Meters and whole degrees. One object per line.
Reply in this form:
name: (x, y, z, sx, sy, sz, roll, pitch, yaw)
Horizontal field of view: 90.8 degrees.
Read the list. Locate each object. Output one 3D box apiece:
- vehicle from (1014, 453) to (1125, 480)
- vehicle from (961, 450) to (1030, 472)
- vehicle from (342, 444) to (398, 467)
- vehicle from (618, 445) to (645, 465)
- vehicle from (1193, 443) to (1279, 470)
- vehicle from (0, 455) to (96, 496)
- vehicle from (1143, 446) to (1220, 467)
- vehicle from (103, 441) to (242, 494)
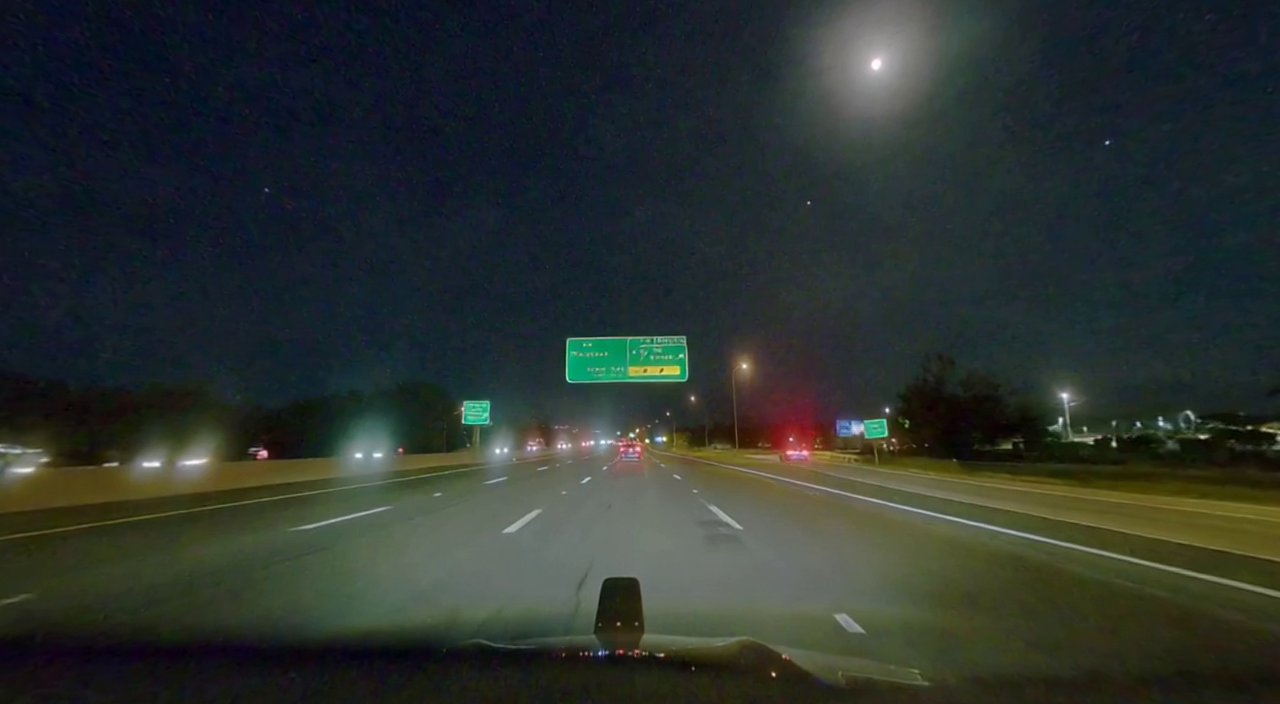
vehicle: (24.381, 6.490, 36.052, 4.687, 1.456, 2.075, -1, -9, 8)
vehicle: (24.468, 7.495, 43.550, 3.596, 1.434, 1.782, -1, -9, 5)
vehicle: (-21.232, 8.166, 49.889, 2.201, 1.708, 4.988, 0, -9, 0)
vehicle: (-0.688, 7.847, 48.381, 2.025, 1.460, 4.189, 0, -9, -2)
vehicle: (39.695, 6.876, 41.708, 1.934, 1.572, 4.262, 7, -9, -28)
vehicle: (-25.116, 4.977, 25.788, 1.821, 1.469, 4.441, 0, -9, 1)
vehicle: (41.780, 8.044, 48.798, 1.871, 1.530, 4.021, 5, -10, -30)
vehicle: (-17.261, 4.227, 23.649, 1.921, 1.749, 4.305, 0, -8, -1)
